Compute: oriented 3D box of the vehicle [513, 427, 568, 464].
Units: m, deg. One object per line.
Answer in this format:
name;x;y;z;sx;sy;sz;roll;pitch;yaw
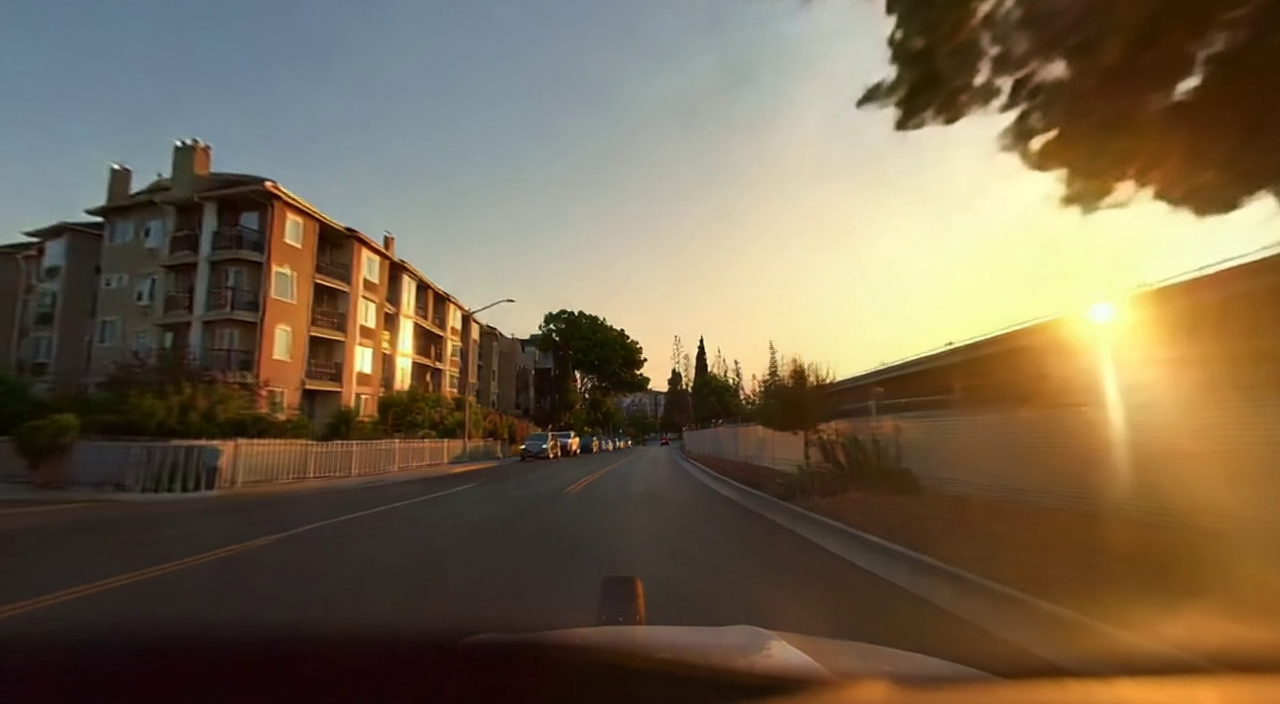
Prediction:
vehicle;-5.854;5.606;37.916;2.192;1.965;4.917;2;-8;3
